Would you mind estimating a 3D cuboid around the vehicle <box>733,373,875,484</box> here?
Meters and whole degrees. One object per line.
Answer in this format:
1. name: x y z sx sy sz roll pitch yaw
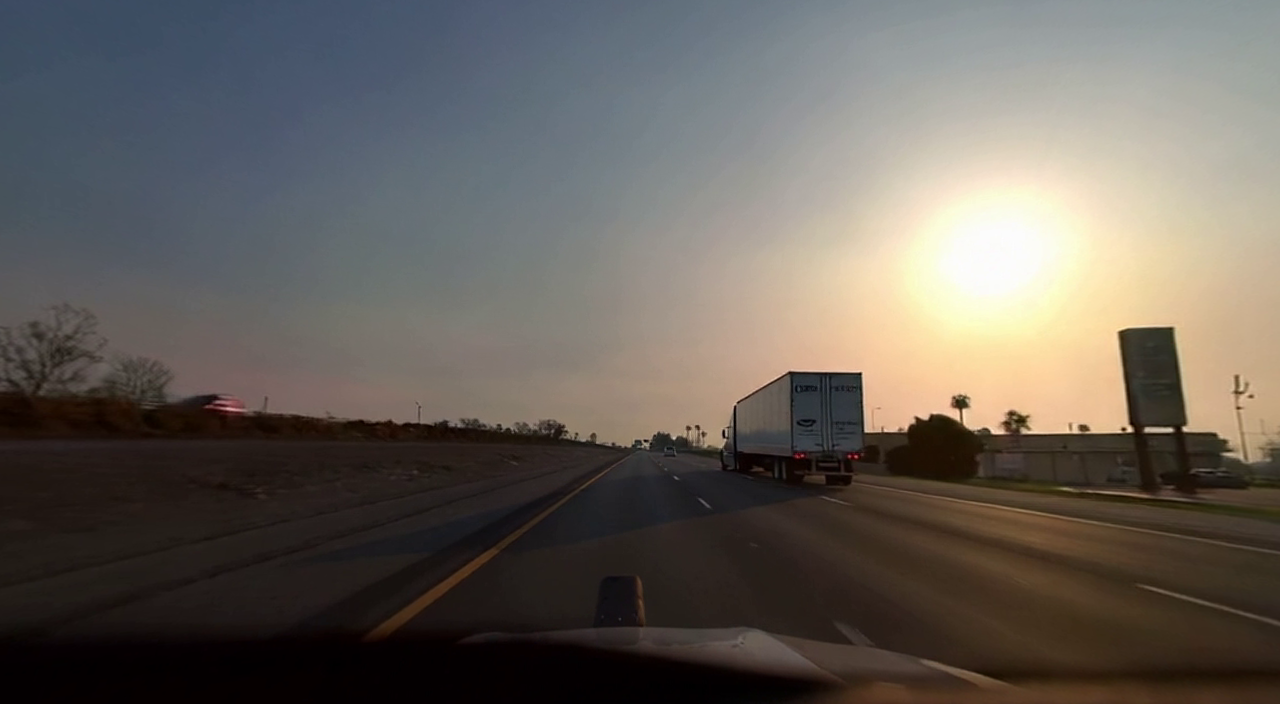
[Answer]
1. vehicle: 7.261 4.005 31.520 2.912 4.153 15.866 0 -8 0
